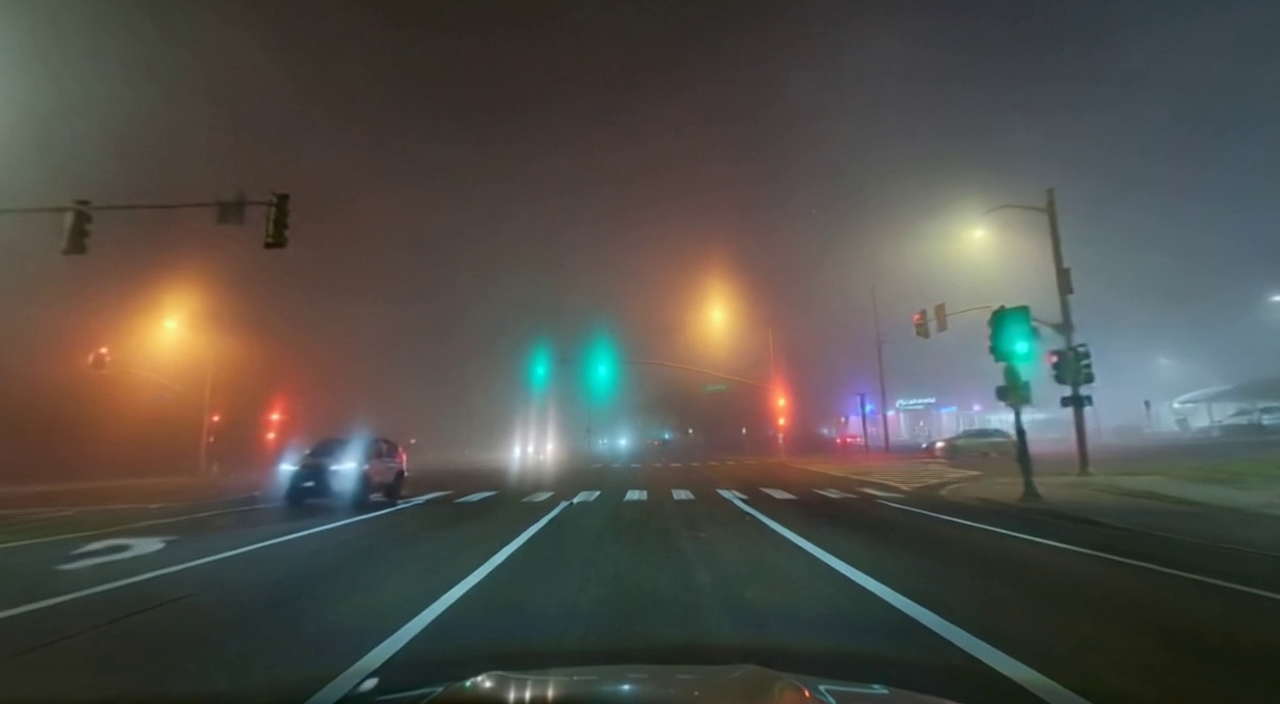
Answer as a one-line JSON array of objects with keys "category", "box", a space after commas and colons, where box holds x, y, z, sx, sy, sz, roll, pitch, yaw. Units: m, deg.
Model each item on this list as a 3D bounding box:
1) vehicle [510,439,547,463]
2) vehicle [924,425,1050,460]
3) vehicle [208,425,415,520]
[{"category": "vehicle", "box": [-8.536, 7.610, 48.766, 1.946, 1.710, 5.044, -2, -8, 0]}, {"category": "vehicle", "box": [16.451, 4.322, 30.131, 4.727, 1.585, 2.066, 0, -8, 1]}, {"category": "vehicle", "box": [-6.673, 2.485, 13.540, 2.074, 1.692, 4.333, 0, -8, 0]}]
